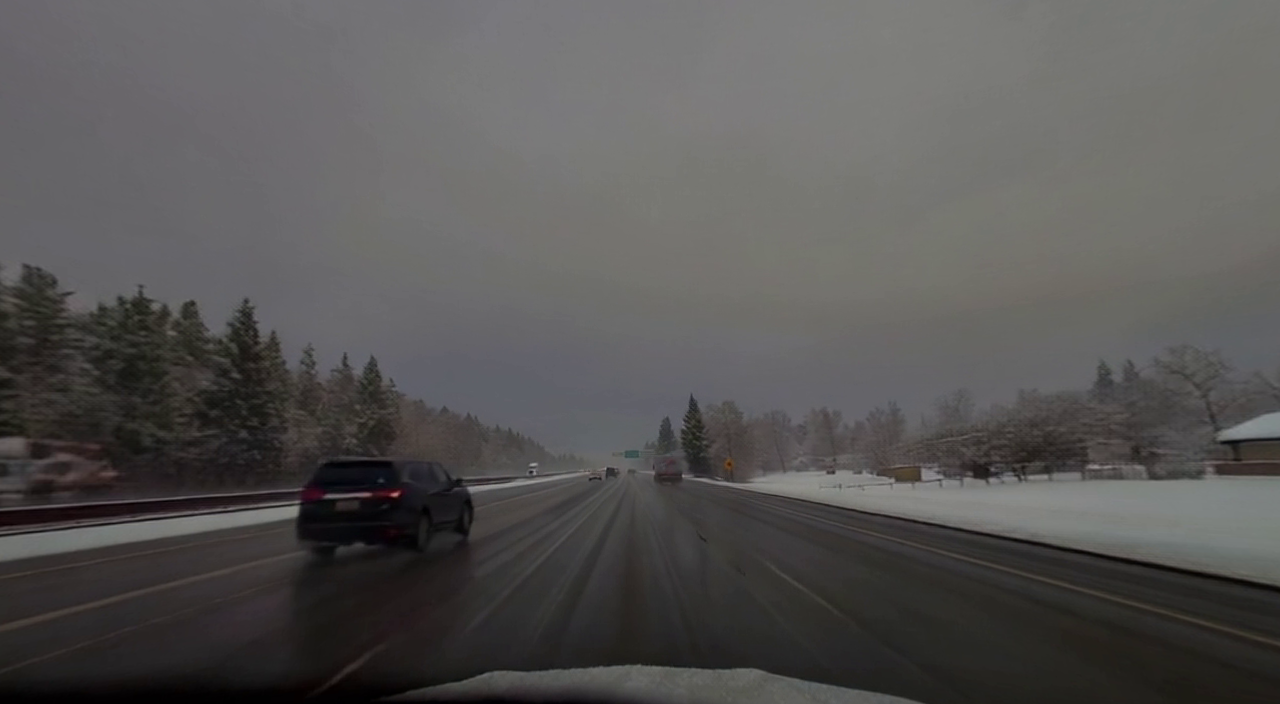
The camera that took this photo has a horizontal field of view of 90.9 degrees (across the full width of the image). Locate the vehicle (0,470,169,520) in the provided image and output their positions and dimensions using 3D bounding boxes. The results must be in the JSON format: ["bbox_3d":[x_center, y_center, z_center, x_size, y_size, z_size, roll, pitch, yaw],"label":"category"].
[{"bbox_3d":[-18.955,4.843,21.729,1.802,1.457,4.631,1,-10,0],"label":"vehicle"}]

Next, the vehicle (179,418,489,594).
[{"bbox_3d":[-3.862,2.093,9.239,2.036,1.835,4.888,1,-10,0],"label":"vehicle"}]
